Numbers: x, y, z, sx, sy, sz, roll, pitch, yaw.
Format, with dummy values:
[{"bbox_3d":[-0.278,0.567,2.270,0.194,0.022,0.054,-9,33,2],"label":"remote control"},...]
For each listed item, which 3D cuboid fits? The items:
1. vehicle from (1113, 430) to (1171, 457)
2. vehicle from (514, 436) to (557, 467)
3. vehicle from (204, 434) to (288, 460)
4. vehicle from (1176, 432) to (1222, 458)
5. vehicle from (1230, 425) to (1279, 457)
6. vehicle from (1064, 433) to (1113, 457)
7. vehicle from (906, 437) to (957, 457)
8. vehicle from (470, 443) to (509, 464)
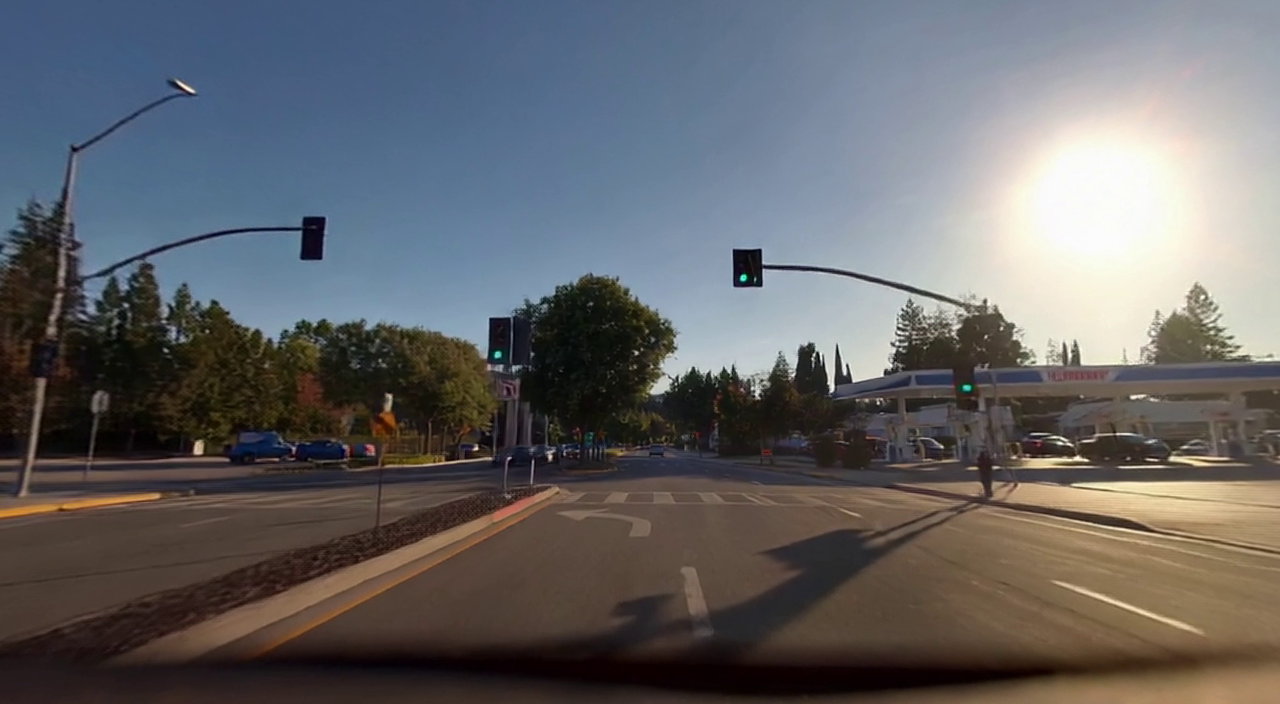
[{"bbox_3d":[31.236,5.680,39.258,4.355,1.561,2.103,8,-11,-44],"label":"vehicle"},{"bbox_3d":[-6.384,6.131,39.158,1.987,1.747,4.545,0,-8,-1],"label":"vehicle"},{"bbox_3d":[-28.401,6.828,45.598,4.938,1.778,1.954,6,-10,-36],"label":"vehicle"},{"bbox_3d":[33.081,5.482,37.326,1.771,1.422,3.931,-8,-11,43],"label":"vehicle"},{"bbox_3d":[35.259,5.108,36.138,1.912,1.684,3.928,-8,-12,43],"label":"vehicle"},{"bbox_3d":[29.415,6.080,41.346,1.815,1.480,4.406,-8,-12,44],"label":"vehicle"},{"bbox_3d":[22.475,7.300,48.624,4.557,1.434,1.916,8,-12,-43],"label":"vehicle"},{"bbox_3d":[-11.371,7.704,48.009,1.909,1.469,4.370,0,-8,0],"label":"vehicle"}]
